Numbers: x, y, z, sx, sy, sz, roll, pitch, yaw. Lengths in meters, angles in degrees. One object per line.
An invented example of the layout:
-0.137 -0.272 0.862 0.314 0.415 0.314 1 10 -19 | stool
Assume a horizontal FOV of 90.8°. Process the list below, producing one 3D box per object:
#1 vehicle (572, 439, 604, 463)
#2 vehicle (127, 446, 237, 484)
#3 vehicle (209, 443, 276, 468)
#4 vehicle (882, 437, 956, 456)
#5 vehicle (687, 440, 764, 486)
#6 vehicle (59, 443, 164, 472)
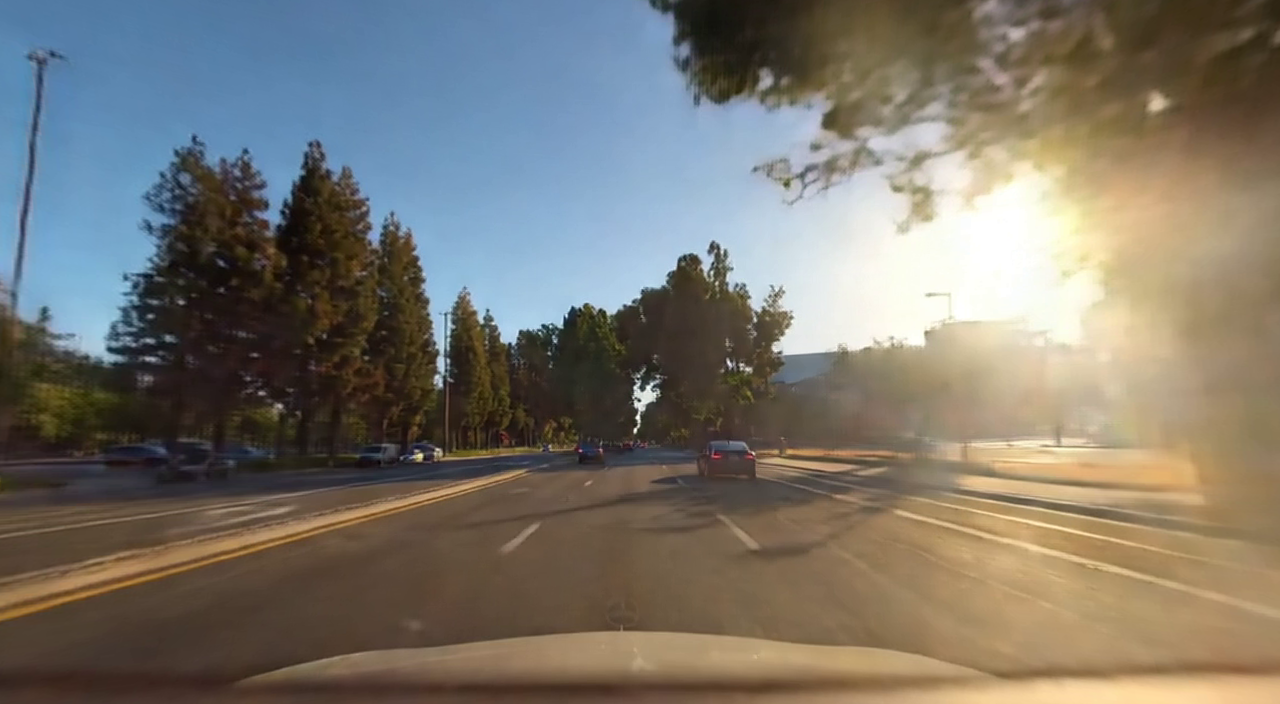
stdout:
-3.769 7.227 46.368 1.935 1.617 4.045 0 -8 0 | vehicle
-22.457 5.507 31.258 1.926 1.681 4.601 0 -8 1 | vehicle
-30.026 7.818 47.774 3.855 1.693 1.875 -2 -8 1 | vehicle
21.554 7.322 48.893 4.748 1.451 2.089 0 -8 -1 | vehicle
2.882 3.816 22.188 1.966 1.449 4.290 0 -8 -2 | vehicle
-30.554 6.091 36.627 4.278 1.625 1.974 0 -8 -1 | vehicle
